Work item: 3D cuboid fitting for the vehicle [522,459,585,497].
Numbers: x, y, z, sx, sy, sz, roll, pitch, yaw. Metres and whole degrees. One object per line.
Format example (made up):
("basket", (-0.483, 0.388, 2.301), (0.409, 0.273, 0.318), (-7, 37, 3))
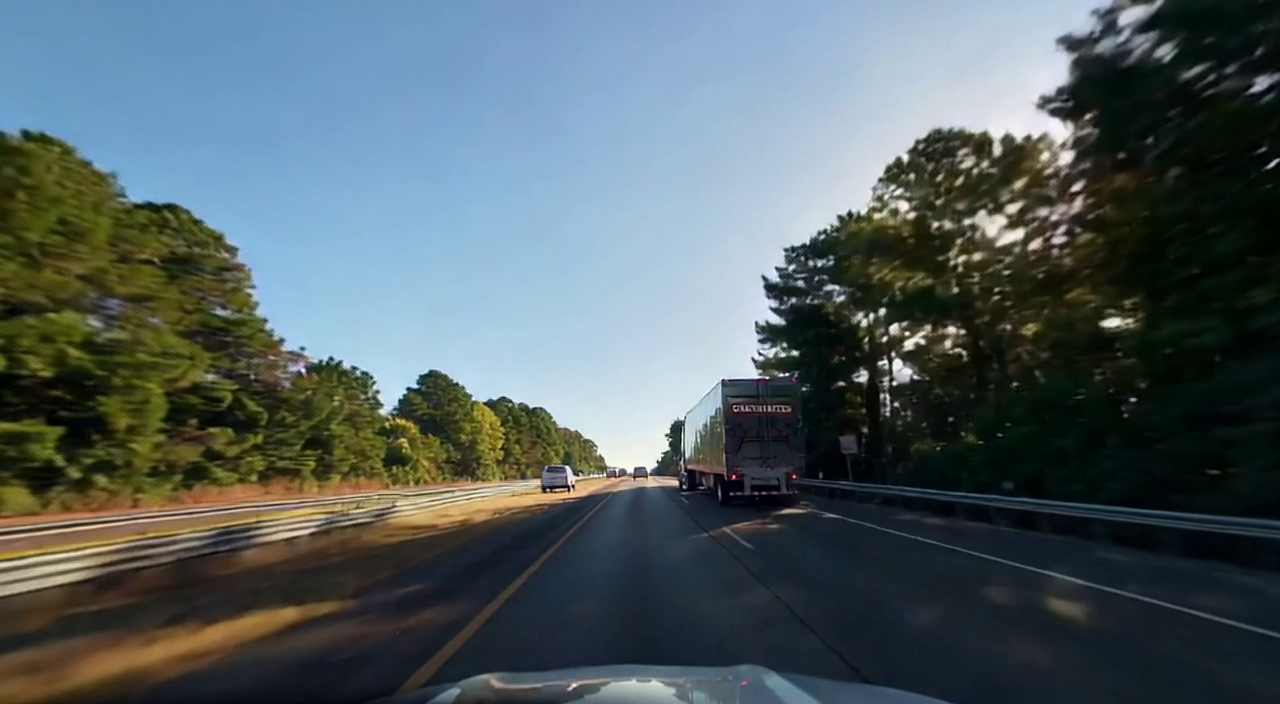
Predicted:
("vehicle", (-3.960, 5.906, 29.717), (2.180, 1.556, 4.895), (0, -11, 1))

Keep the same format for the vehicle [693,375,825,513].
("vehicle", (3.948, 3.678, 24.042), (2.871, 4.032, 10.642), (1, -11, 0))
